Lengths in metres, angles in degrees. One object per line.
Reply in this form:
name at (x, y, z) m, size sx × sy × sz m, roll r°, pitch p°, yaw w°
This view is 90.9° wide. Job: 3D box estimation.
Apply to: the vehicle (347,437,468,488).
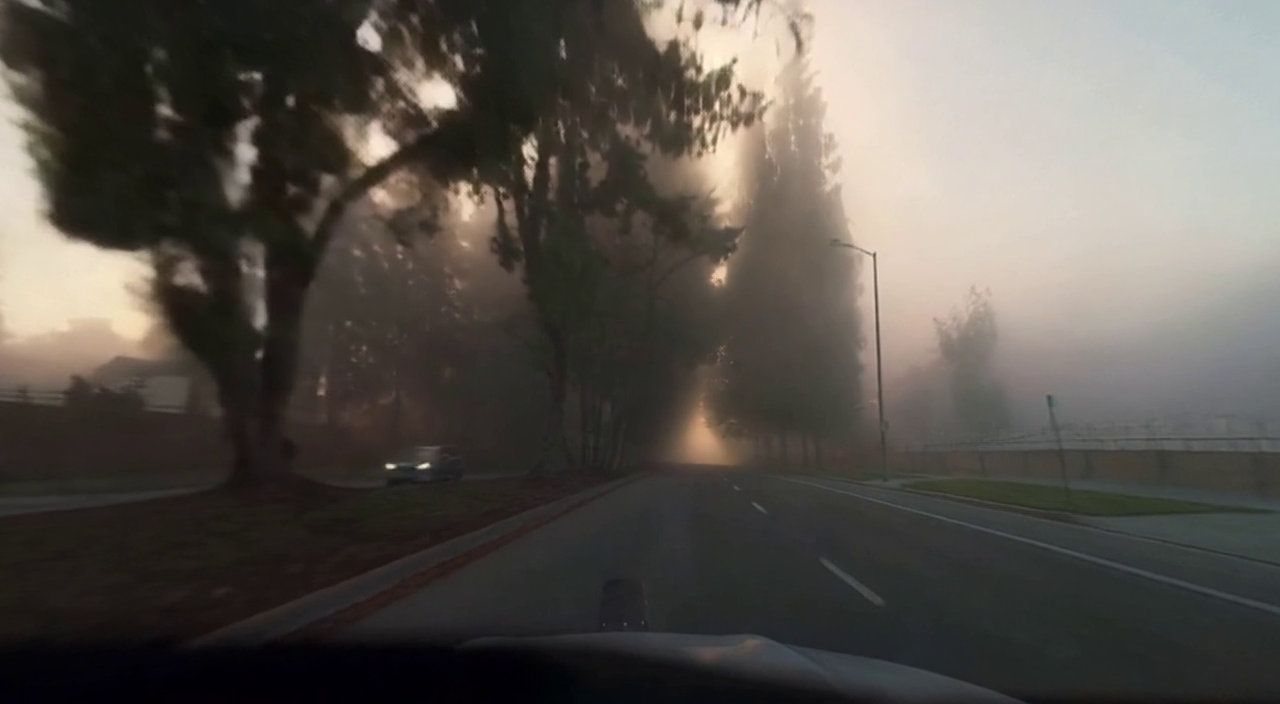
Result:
vehicle at (-8.204, 3.937, 22.839) m, size 2.261 × 1.655 × 4.613 m, roll -1°, pitch -8°, yaw 6°
